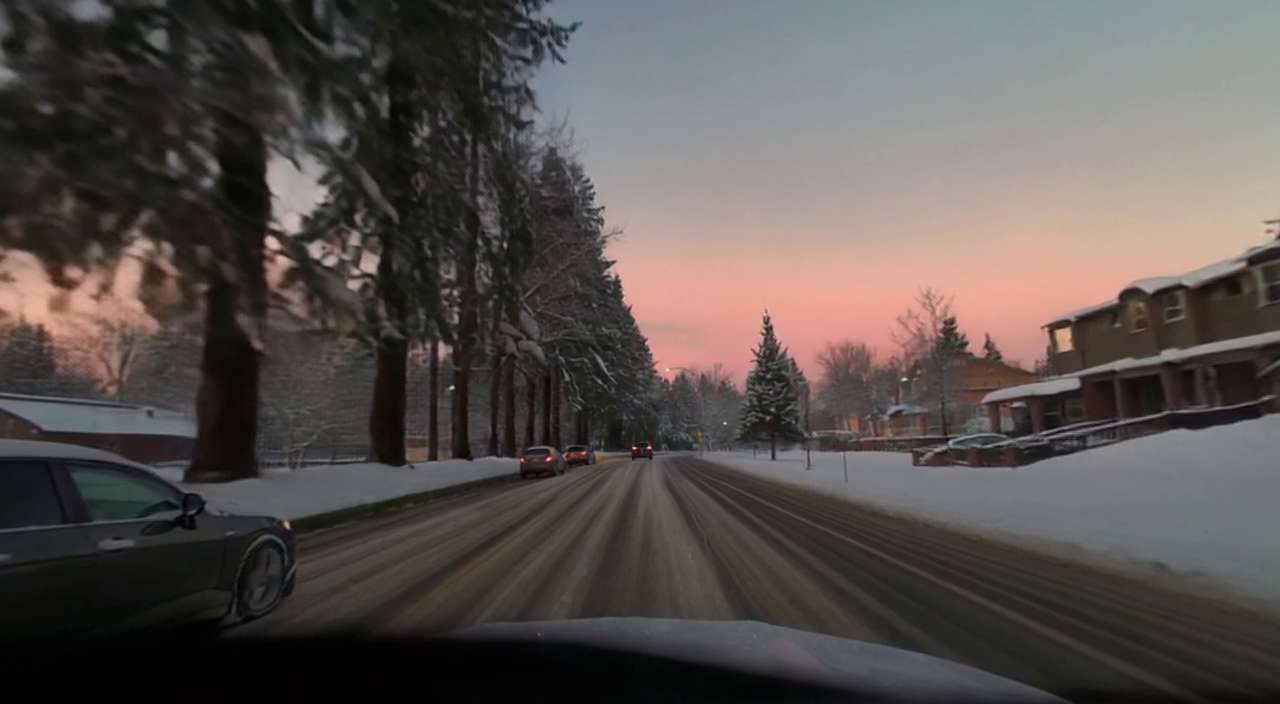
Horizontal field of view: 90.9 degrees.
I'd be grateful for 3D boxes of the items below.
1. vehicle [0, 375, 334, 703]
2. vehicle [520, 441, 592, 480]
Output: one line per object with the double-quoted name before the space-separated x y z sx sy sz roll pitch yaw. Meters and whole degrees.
"vehicle" -4.030 0.948 3.349 2.190 1.545 4.943 0 -9 2
"vehicle" -3.412 4.510 26.474 2.188 1.473 4.651 0 -9 2
